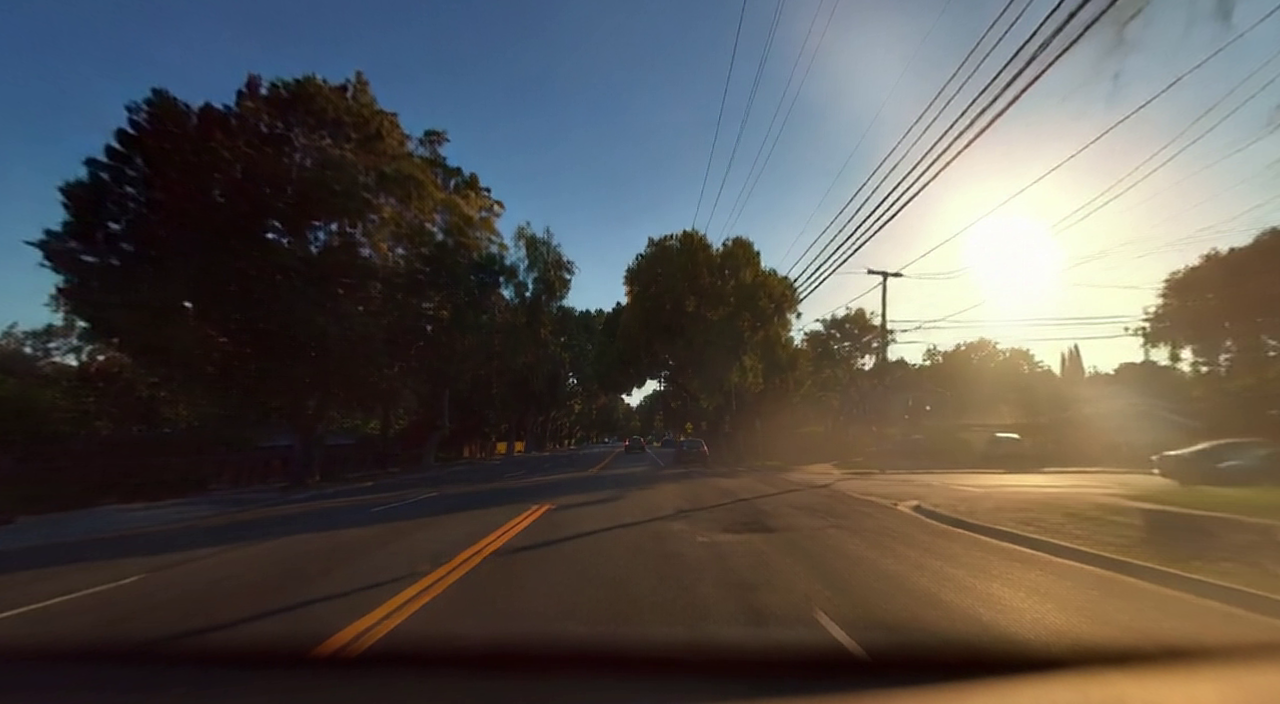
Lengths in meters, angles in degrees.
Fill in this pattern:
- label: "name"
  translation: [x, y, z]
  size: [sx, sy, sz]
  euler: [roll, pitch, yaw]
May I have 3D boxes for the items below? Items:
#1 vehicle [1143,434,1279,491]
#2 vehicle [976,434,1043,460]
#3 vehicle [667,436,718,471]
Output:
- label: "vehicle"
  translation: [17.060, 3.027, 17.347]
  size: [4.672, 1.463, 1.863]
  euler: [0, -8, 2]
- label: "vehicle"
  translation: [22.299, 5.755, 38.153]
  size: [1.851, 1.458, 3.709]
  euler: [0, -8, 1]
- label: "vehicle"
  translation: [2.313, 4.589, 28.627]
  size: [1.975, 1.497, 3.647]
  euler: [0, -8, -1]
